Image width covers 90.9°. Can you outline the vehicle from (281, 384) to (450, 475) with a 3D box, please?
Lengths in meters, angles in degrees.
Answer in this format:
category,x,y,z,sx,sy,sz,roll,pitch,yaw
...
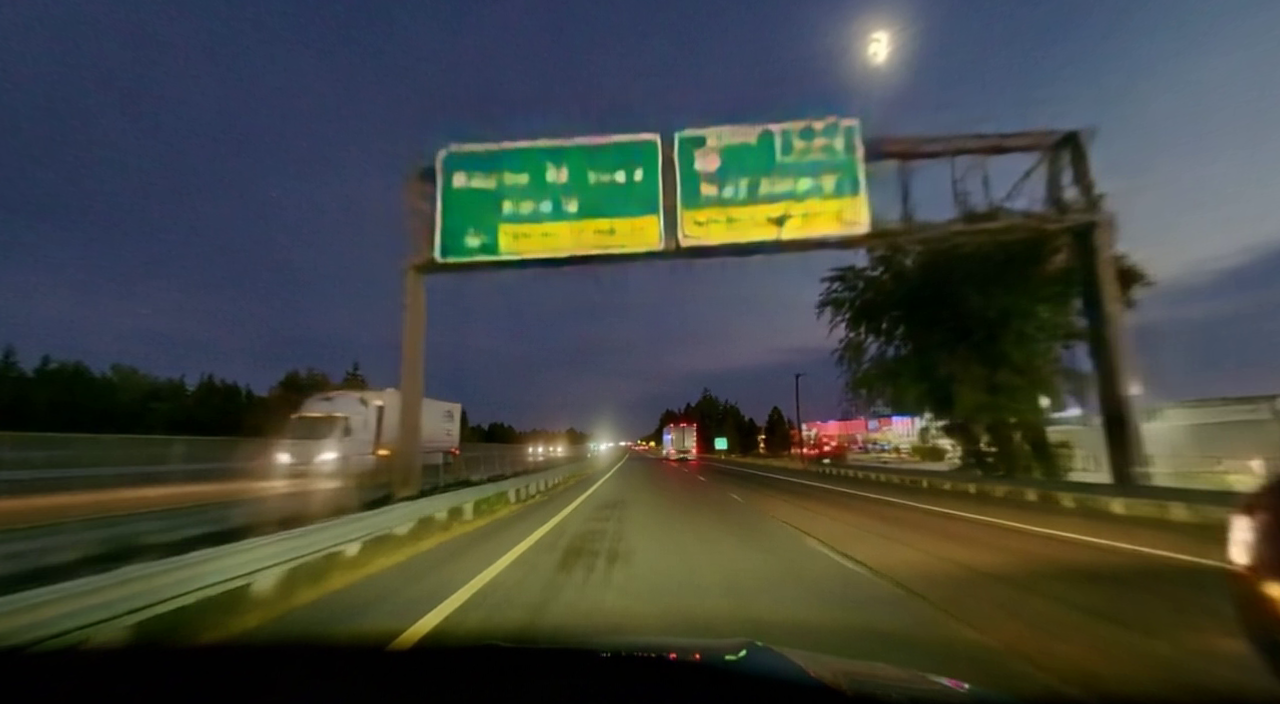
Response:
category,x,y,z,sx,sy,sz,roll,pitch,yaw
vehicle,-12.754,3.999,31.234,3.045,3.619,12.191,0,-9,-1
